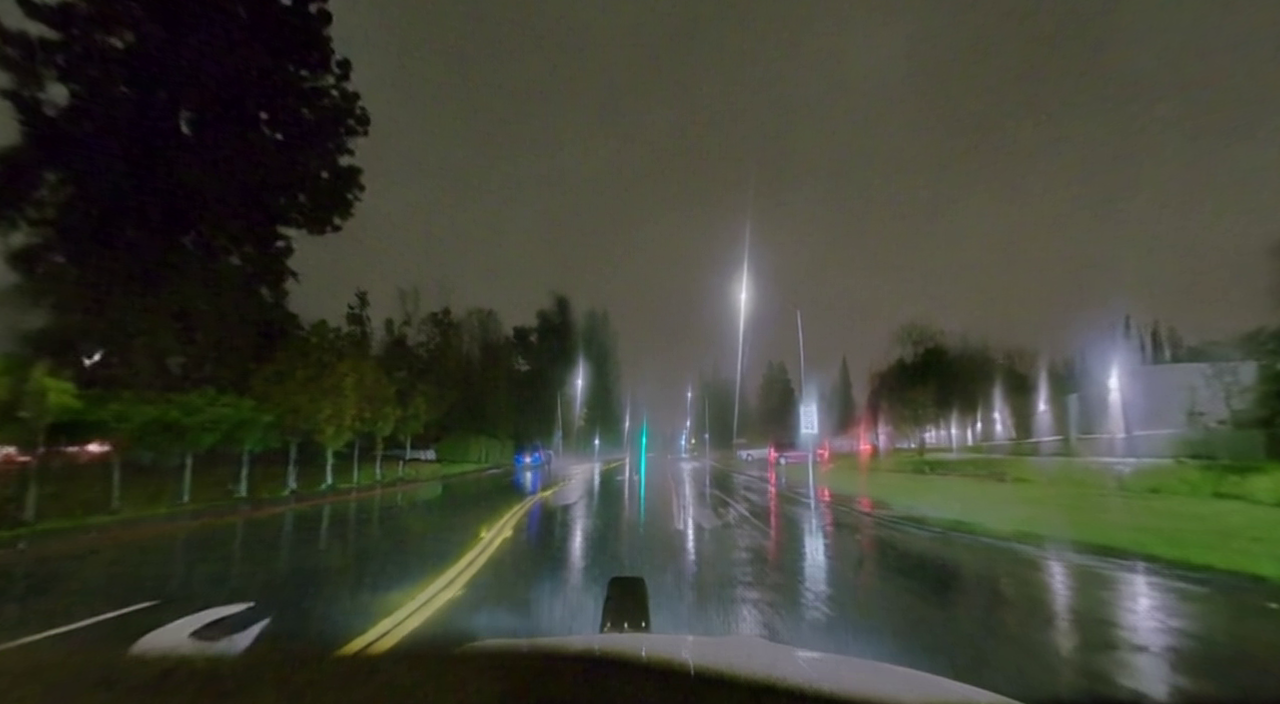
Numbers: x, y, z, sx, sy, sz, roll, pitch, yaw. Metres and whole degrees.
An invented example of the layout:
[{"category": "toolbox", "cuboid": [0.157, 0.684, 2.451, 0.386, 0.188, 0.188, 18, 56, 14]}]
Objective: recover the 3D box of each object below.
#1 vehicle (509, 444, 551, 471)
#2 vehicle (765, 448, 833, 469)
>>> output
[{"category": "vehicle", "cuboid": [-8.068, 7.784, 46.692, 2.142, 1.723, 4.275, -3, -8, 2]}, {"category": "vehicle", "cuboid": [11.441, 7.658, 45.492, 4.460, 1.456, 1.804, 0, -9, 3]}]
